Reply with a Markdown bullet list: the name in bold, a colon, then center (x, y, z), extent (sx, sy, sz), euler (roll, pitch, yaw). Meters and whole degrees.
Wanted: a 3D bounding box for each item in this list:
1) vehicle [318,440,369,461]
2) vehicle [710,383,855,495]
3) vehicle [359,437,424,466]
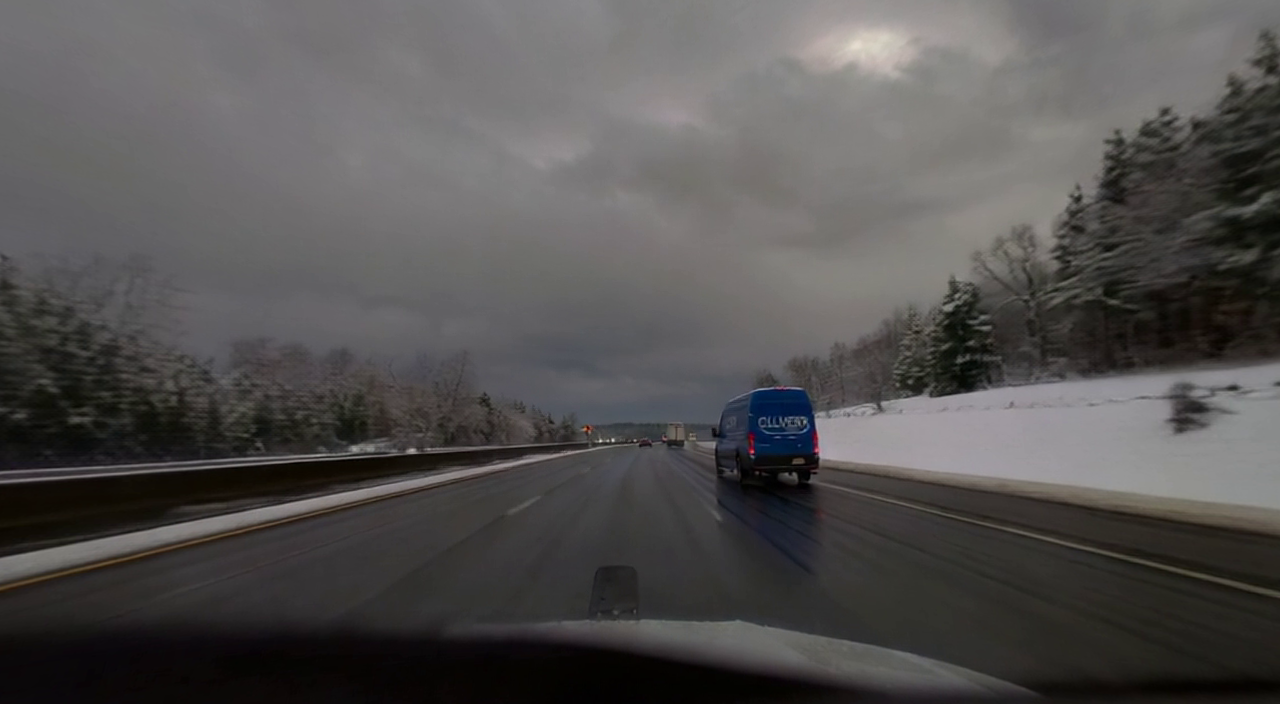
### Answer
- **vehicle**: center (-21.788, 7.210, 46.354), extent (1.803, 1.472, 3.887), euler (-1, -8, 1)
- **vehicle**: center (3.602, 2.392, 17.360), extent (2.485, 2.562, 5.535), euler (0, -8, -2)
- **vehicle**: center (-14.006, 5.612, 35.773), extent (1.965, 1.529, 4.212), euler (0, -8, 0)
